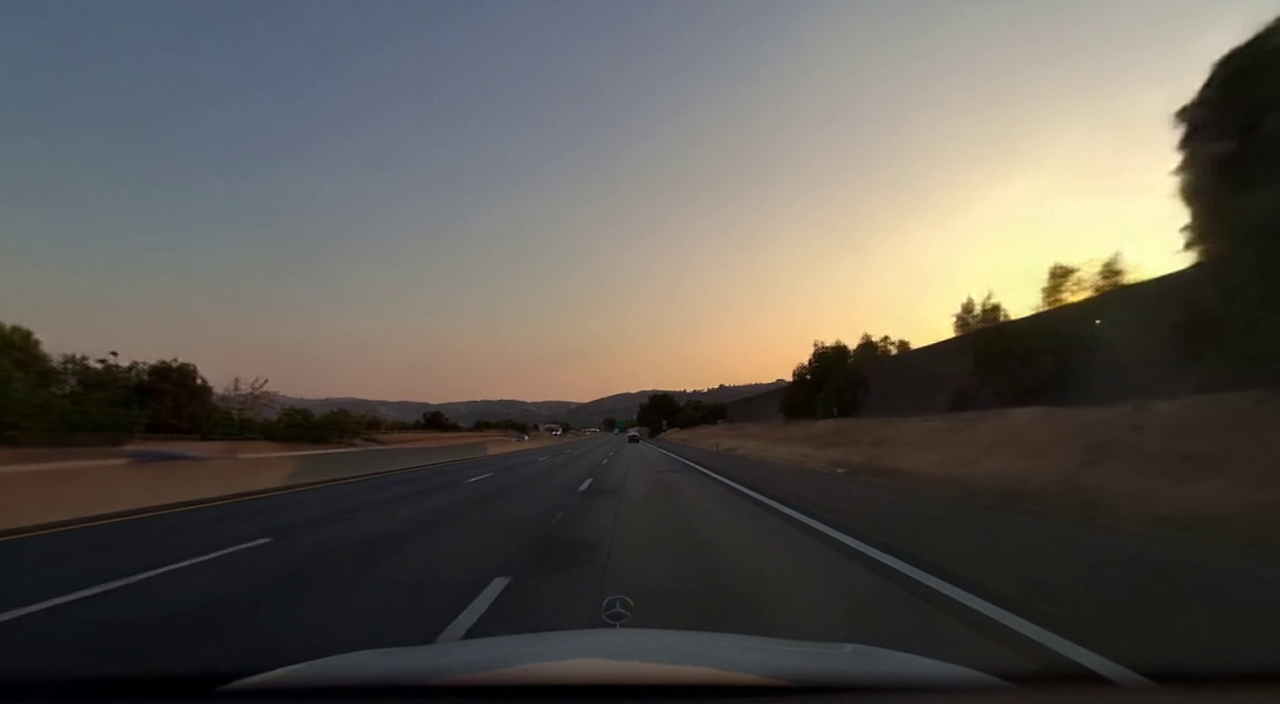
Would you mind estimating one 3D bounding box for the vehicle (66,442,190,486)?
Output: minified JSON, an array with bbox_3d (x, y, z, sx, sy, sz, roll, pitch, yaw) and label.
[{"bbox_3d":[-19.059,4.139,23.604,1.674,1.440,3.617,0,-8,-2],"label":"vehicle"}]
